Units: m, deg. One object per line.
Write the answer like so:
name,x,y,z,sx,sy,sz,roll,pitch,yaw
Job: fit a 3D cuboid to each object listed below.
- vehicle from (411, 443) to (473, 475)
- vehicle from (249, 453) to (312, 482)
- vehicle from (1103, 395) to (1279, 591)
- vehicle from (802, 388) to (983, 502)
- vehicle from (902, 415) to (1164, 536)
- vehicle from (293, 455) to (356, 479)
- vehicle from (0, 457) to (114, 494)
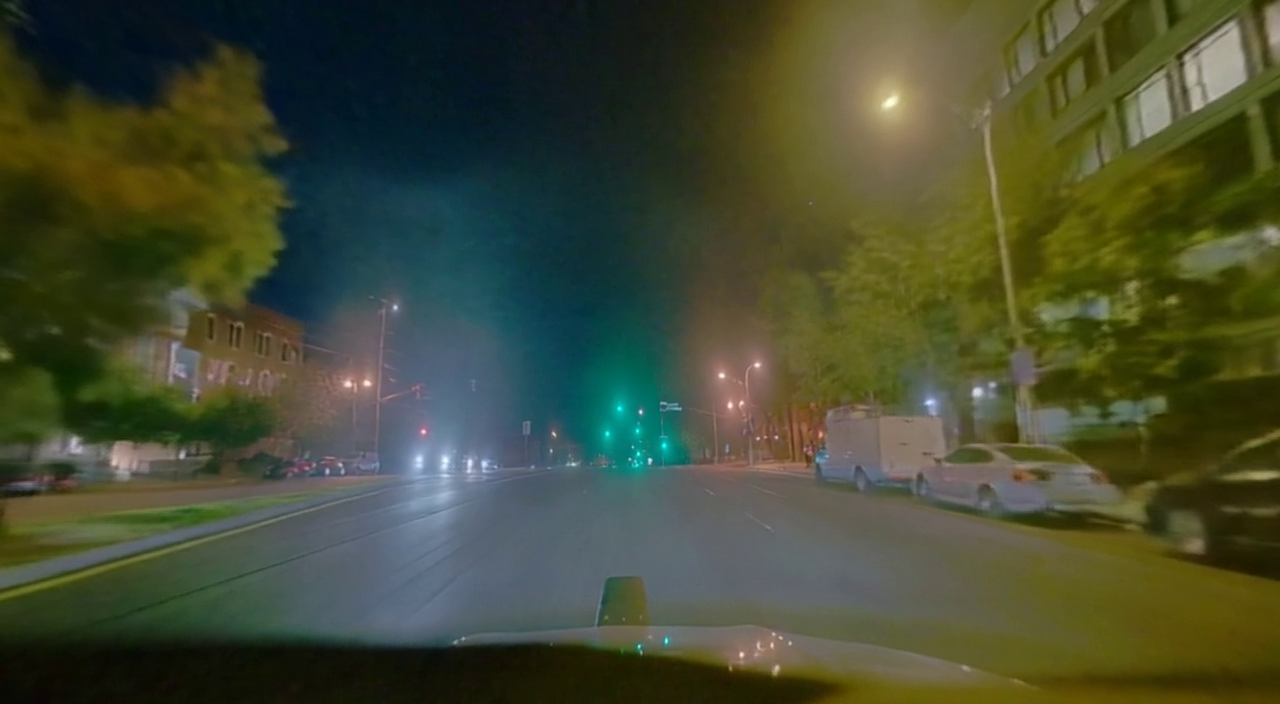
vehicle,-12.417,6.706,39.881,2.419,1.787,4.859,-3,-8,0
vehicle,-22.603,7.258,39.782,1.875,1.528,3.717,-5,-9,-2
vehicle,6.948,1.294,5.550,2.089,1.788,4.817,2,-8,0
vehicle,7.039,2.759,18.859,2.391,2.750,6.853,0,-8,-1
vehicle,6.904,2.204,11.894,1.889,1.799,4.704,0,-8,0
vehicle,-22.684,8.236,45.586,1.838,1.526,5.104,-1,-8,1
vehicle,-25.530,5.271,27.040,4.194,1.471,1.834,0,-8,-2
